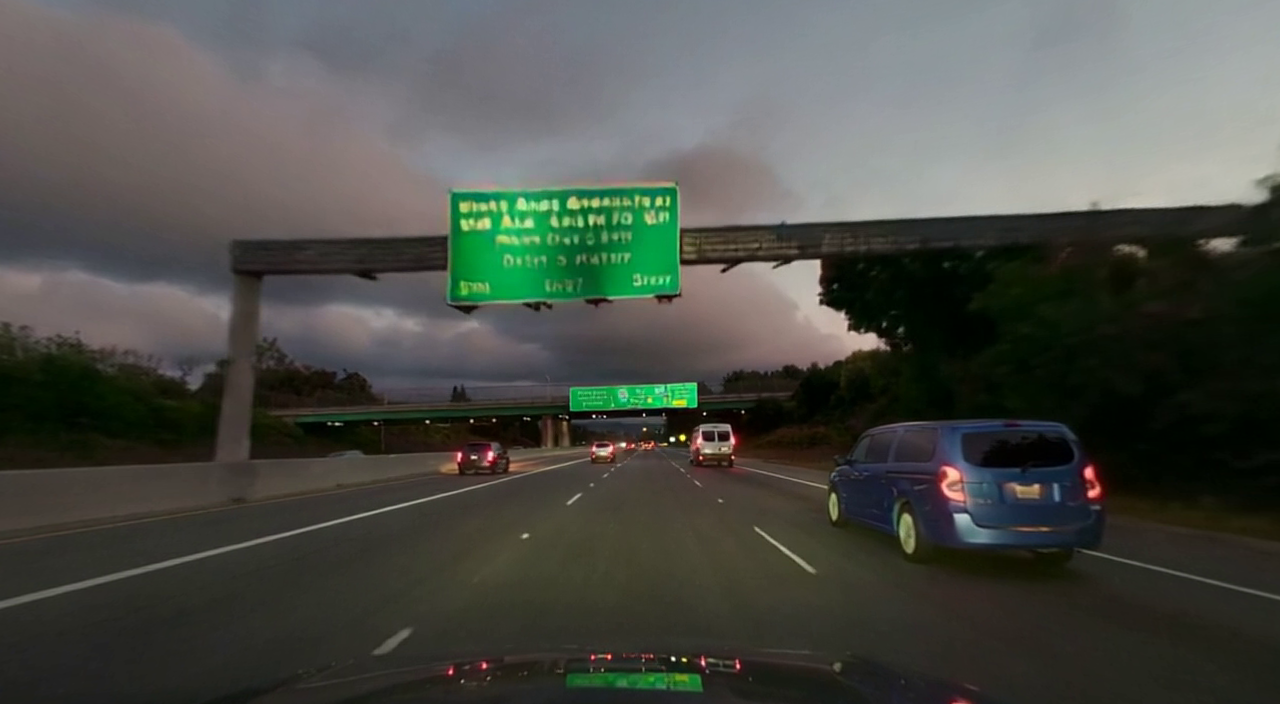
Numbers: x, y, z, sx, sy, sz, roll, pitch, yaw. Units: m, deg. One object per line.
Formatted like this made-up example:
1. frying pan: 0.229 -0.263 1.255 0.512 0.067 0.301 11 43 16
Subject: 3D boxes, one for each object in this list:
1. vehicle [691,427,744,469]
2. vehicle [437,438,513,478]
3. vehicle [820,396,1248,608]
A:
1. vehicle: 4.328 5.529 36.354 2.347 2.234 5.352 0 -8 0
2. vehicle: -7.249 4.701 28.245 2.068 1.632 4.623 -1 -8 1
3. vehicle: 3.835 1.551 7.431 2.100 1.690 4.536 0 -8 0
